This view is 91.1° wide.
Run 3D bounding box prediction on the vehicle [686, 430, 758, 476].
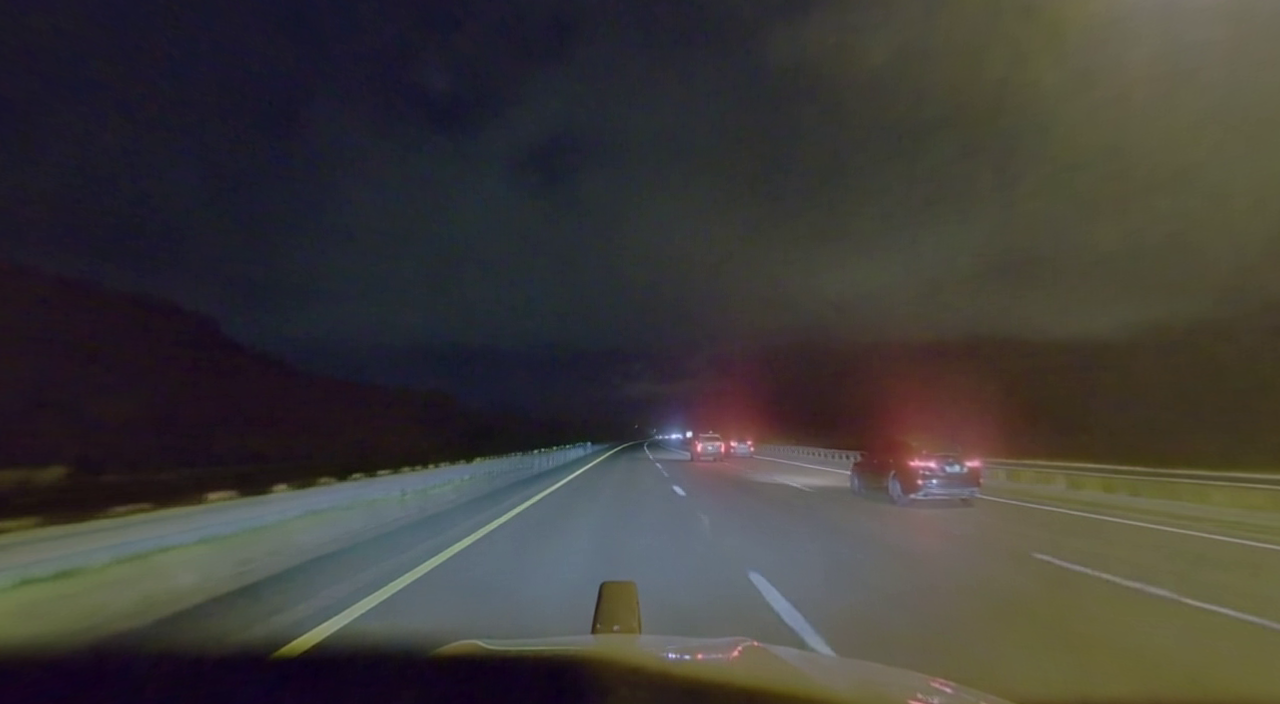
[{"bbox_3d":[3.026,3.844,24.312,2.084,1.583,4.420,0,-8,-1],"label":"vehicle"}]
